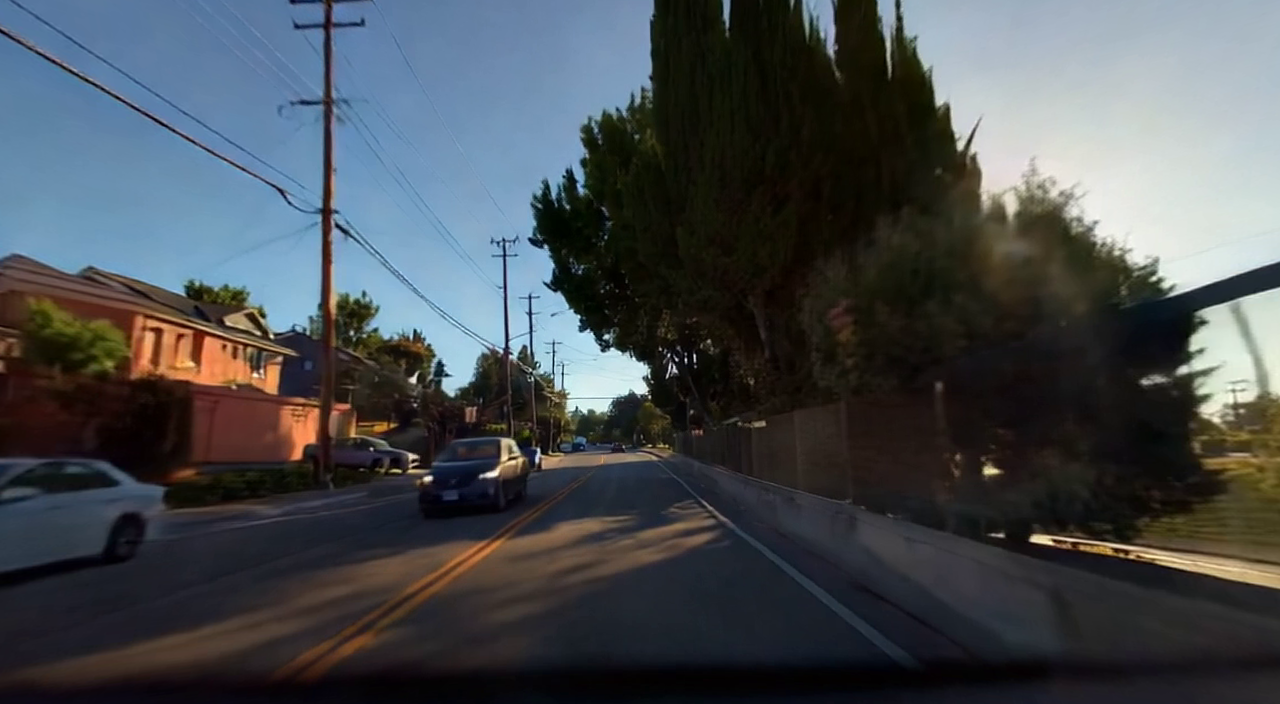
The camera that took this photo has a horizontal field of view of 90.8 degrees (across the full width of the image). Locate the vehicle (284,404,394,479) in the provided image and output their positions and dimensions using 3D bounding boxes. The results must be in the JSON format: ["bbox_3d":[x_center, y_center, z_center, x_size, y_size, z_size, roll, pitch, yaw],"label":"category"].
[{"bbox_3d":[-11.919,3.649,25.612,2.451,2.641,5.869,1,-9,-10],"label":"vehicle"}]

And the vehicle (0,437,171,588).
[{"bbox_3d":[-7.492,1.761,7.181,1.744,1.538,3.331,1,-9,-2],"label":"vehicle"}]

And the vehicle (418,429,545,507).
[{"bbox_3d":[-3.826,2.883,16.192,2.103,1.690,4.508,0,-8,0],"label":"vehicle"}]
